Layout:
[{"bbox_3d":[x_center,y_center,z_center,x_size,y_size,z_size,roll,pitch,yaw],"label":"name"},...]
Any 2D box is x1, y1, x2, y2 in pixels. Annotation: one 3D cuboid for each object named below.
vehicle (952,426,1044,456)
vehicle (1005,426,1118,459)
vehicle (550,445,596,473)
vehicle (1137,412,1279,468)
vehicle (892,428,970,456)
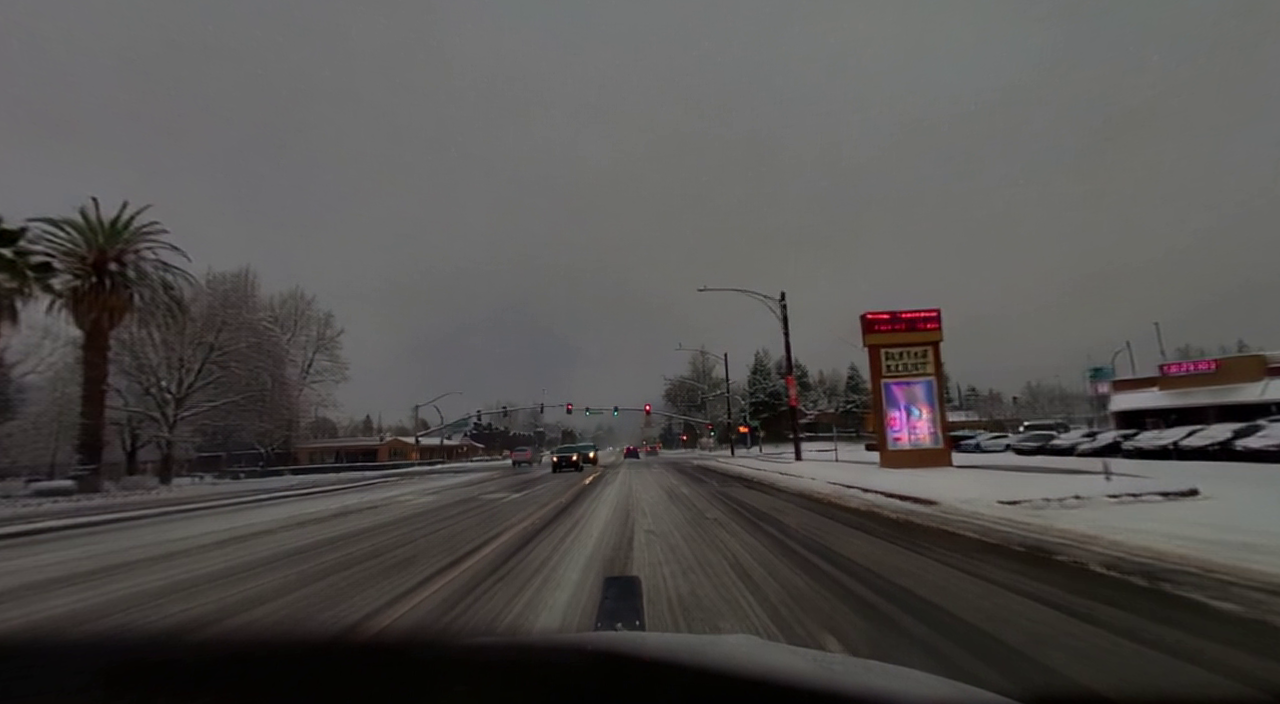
[{"bbox_3d":[21.625,5.438,38.362,4.600,1.677,1.980,-5,-10,26],"label":"vehicle"},{"bbox_3d":[21.396,4.674,32.313,4.505,1.584,2.015,-5,-10,27],"label":"vehicle"},{"bbox_3d":[-3.678,5.990,35.546,2.181,1.483,4.123,0,-9,0],"label":"vehicle"},{"bbox_3d":[21.273,3.181,22.675,4.764,1.846,2.370,-4,-9,21],"label":"vehicle"},{"bbox_3d":[20.744,6.441,45.035,4.753,1.809,2.016,-6,-9,28],"label":"vehicle"}]
